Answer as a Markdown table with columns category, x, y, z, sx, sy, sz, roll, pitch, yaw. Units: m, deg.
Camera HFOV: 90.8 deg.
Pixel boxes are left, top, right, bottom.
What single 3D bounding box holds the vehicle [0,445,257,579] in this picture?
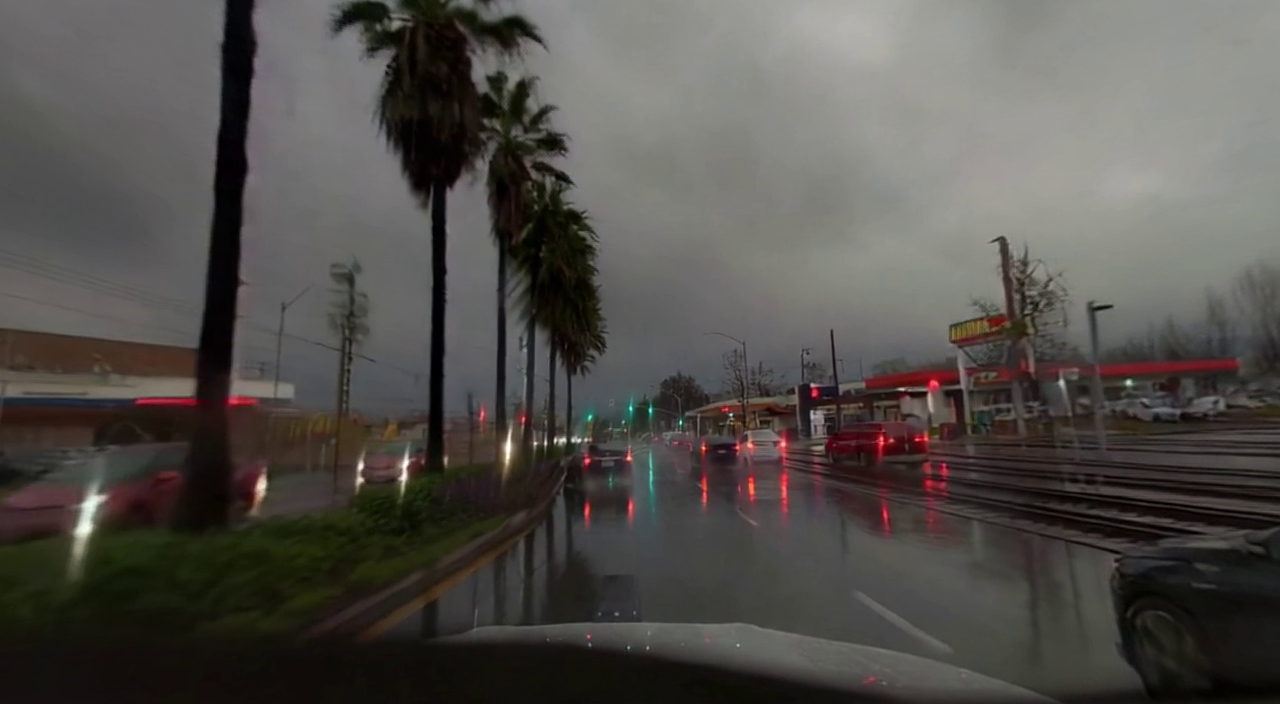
| category | x | y | z | sx | sy | sz | roll | pitch | yaw |
| --- | --- | --- | --- | --- | --- | --- | --- | --- | --- |
| vehicle | -8.117 | 2.107 | 9.085 | 2.052 | 1.483 | 4.751 | -1 | -9 | 3 |

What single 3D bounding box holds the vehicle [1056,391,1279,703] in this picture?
| category | x | y | z | sx | sy | sz | roll | pitch | yaw |
| --- | --- | --- | --- | --- | --- | --- | --- | --- | --- |
| vehicle | 3.481 | 0.761 | 1.583 | 1.987 | 1.474 | 4.198 | 0 | -9 | 0 |

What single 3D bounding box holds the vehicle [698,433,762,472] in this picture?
| category | x | y | z | sx | sy | sz | roll | pitch | yaw |
| --- | --- | --- | --- | --- | --- | --- | --- | --- | --- |
| vehicle | 3.574 | 4.072 | 25.748 | 1.889 | 1.448 | 4.262 | 0 | -9 | -1 |

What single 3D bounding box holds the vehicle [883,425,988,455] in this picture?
| category | x | y | z | sx | sy | sz | roll | pitch | yaw |
| --- | --- | --- | --- | --- | --- | --- | --- | --- | --- |
| vehicle | 14.710 | 4.414 | 31.602 | 4.293 | 1.438 | 1.773 | 0 | -9 | 1 |

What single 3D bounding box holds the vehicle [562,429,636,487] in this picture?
| category | x | y | z | sx | sy | sz | roll | pitch | yaw |
| --- | --- | --- | --- | --- | --- | --- | --- | --- | --- |
| vehicle | -1.293 | 3.206 | 19.309 | 2.021 | 1.550 | 4.090 | 0 | -9 | -5 |

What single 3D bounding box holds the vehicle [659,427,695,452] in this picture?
| category | x | y | z | sx | sy | sz | roll | pitch | yaw |
| --- | --- | --- | --- | --- | --- | --- | --- | --- | --- |
| vehicle | 2.812 | 6.844 | 48.909 | 2.299 | 1.803 | 5.434 | 0 | -9 | -1 |

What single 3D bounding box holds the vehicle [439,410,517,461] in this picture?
| category | x | y | z | sx | sy | sz | roll | pitch | yaw |
| --- | --- | --- | --- | --- | --- | --- | --- | --- | --- |
| vehicle | -10.527 | 5.592 | 42.077 | 2.662 | 2.995 | 8.344 | 0 | -8 | 3 |
